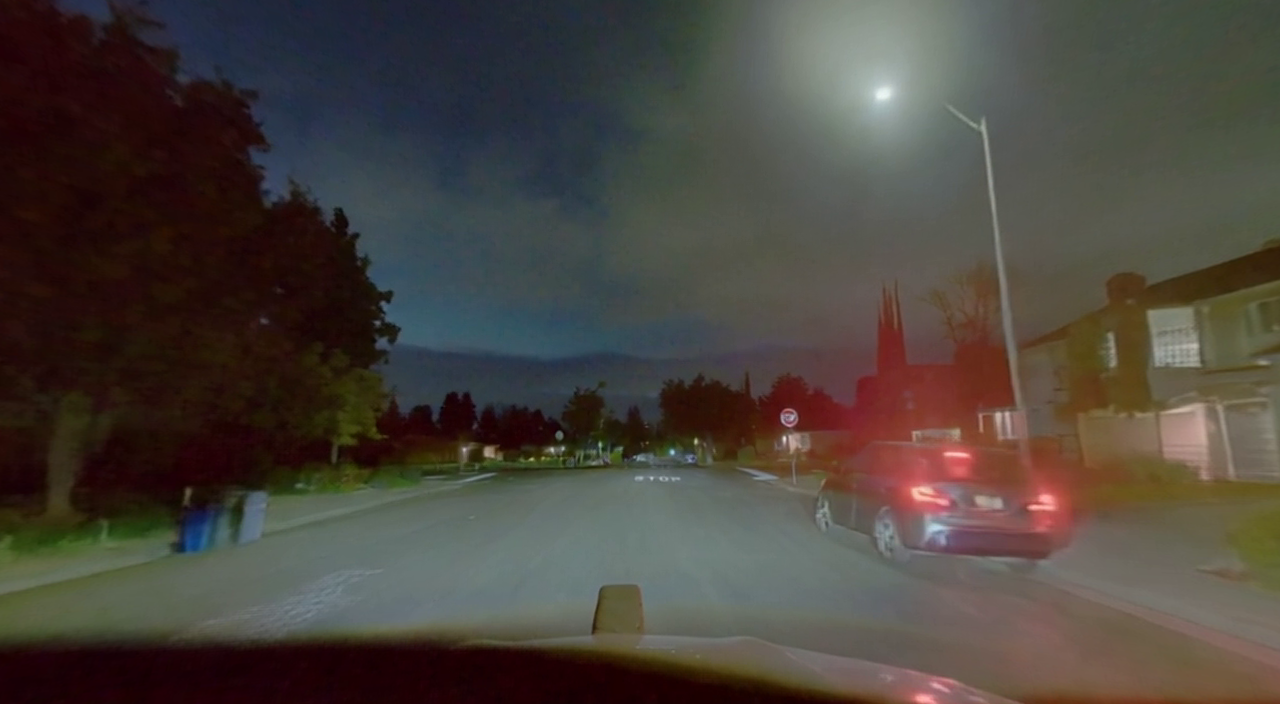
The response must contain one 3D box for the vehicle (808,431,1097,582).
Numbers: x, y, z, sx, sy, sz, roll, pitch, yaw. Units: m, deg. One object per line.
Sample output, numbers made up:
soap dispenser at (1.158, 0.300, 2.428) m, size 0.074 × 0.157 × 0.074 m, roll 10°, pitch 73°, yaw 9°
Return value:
vehicle at (3.771, 1.906, 8.602) m, size 1.975 × 1.528 × 4.000 m, roll 0°, pitch -9°, yaw 2°
